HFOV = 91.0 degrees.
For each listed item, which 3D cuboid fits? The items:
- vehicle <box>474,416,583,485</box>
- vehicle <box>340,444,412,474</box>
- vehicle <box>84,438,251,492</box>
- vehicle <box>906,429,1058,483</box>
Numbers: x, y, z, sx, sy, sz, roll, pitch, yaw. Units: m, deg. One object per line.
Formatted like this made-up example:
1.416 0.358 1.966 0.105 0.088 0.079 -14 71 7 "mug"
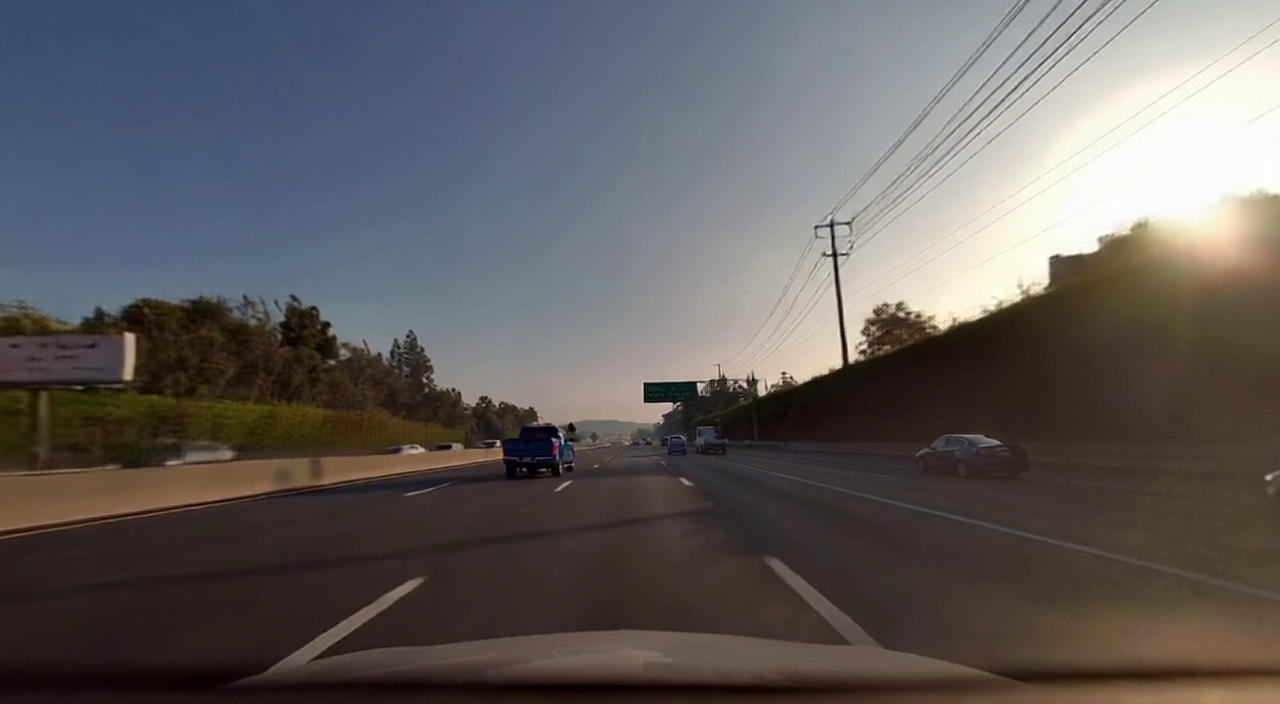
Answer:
-3.587 3.378 21.780 2.508 2.023 6.176 0 -8 1 "vehicle"
-13.919 5.656 33.483 1.839 1.482 4.447 0 -8 1 "vehicle"
-18.144 4.326 24.625 2.278 1.824 5.389 0 -8 1 "vehicle"
10.442 3.213 19.749 2.076 1.470 4.644 0 -8 -1 "vehicle"
